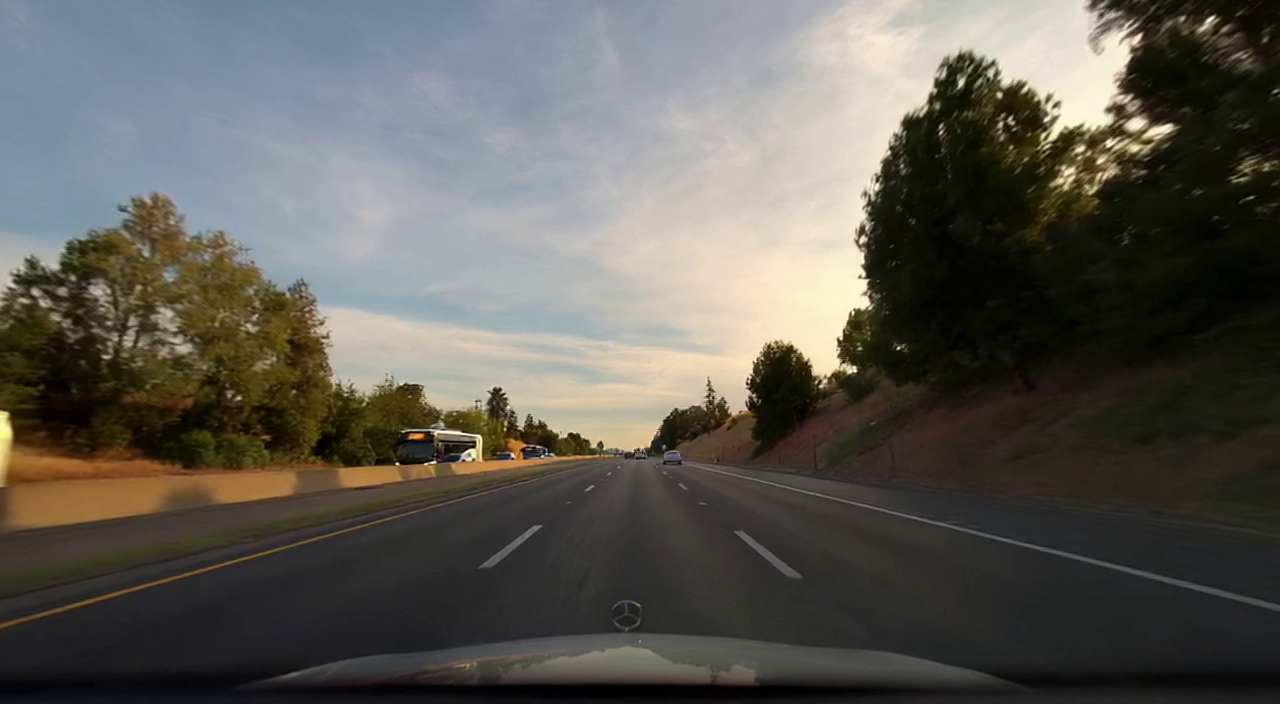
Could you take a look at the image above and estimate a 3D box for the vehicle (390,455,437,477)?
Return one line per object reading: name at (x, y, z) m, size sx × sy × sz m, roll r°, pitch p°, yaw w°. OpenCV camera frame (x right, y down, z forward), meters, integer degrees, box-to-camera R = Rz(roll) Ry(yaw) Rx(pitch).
vehicle at (-15.903, 8.008, 44.435) m, size 1.874 × 1.404 × 3.723 m, roll 0°, pitch -9°, yaw 1°
